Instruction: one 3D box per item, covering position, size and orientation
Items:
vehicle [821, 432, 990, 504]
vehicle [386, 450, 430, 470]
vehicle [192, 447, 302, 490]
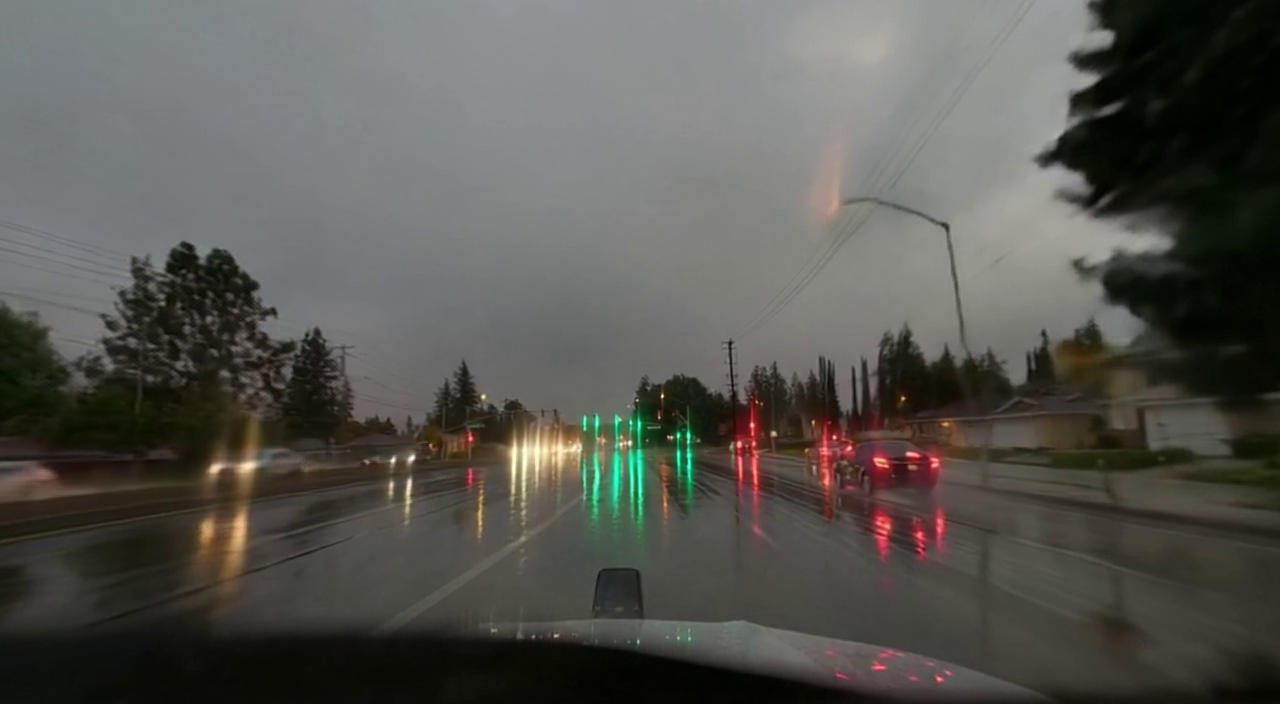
[{"bbox_3d":[6.375,2.840,15.901,2.113,1.520,4.650,0,-8,-2],"label":"vehicle"},{"bbox_3d":[-17.709,8.259,48.419,1.886,1.446,4.265,0,-9,-2],"label":"vehicle"},{"bbox_3d":[-17.071,5.041,27.783,1.937,1.676,4.718,0,-8,-2],"label":"vehicle"}]
